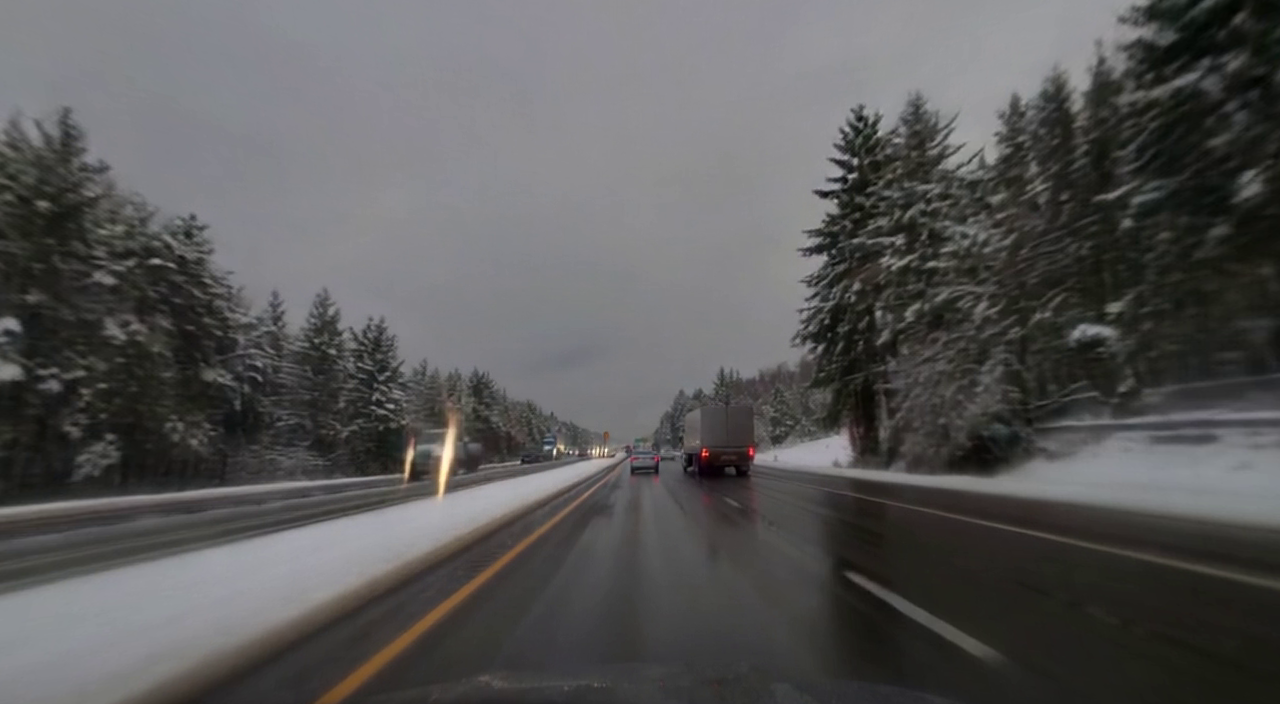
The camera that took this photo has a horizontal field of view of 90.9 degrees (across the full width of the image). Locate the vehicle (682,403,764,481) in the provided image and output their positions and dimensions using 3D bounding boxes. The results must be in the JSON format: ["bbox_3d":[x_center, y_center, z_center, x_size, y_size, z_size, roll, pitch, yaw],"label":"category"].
[{"bbox_3d":[4.340,5.223,36.061,2.885,3.679,12.102,0,-9,-1],"label":"vehicle"}]

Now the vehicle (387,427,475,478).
[{"bbox_3d":[-7.806,3.825,23.999,1.952,1.755,4.079,-1,-9,0],"label":"vehicle"}]

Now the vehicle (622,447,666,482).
[{"bbox_3d":[0.181,5.218,29.517,1.939,1.495,3.612,-1,-9,0],"label":"vehicle"}]

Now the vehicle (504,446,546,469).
[{"bbox_3d":[-7.943,7.365,43.980,2.039,1.492,4.464,-1,-9,1],"label":"vehicle"}]
